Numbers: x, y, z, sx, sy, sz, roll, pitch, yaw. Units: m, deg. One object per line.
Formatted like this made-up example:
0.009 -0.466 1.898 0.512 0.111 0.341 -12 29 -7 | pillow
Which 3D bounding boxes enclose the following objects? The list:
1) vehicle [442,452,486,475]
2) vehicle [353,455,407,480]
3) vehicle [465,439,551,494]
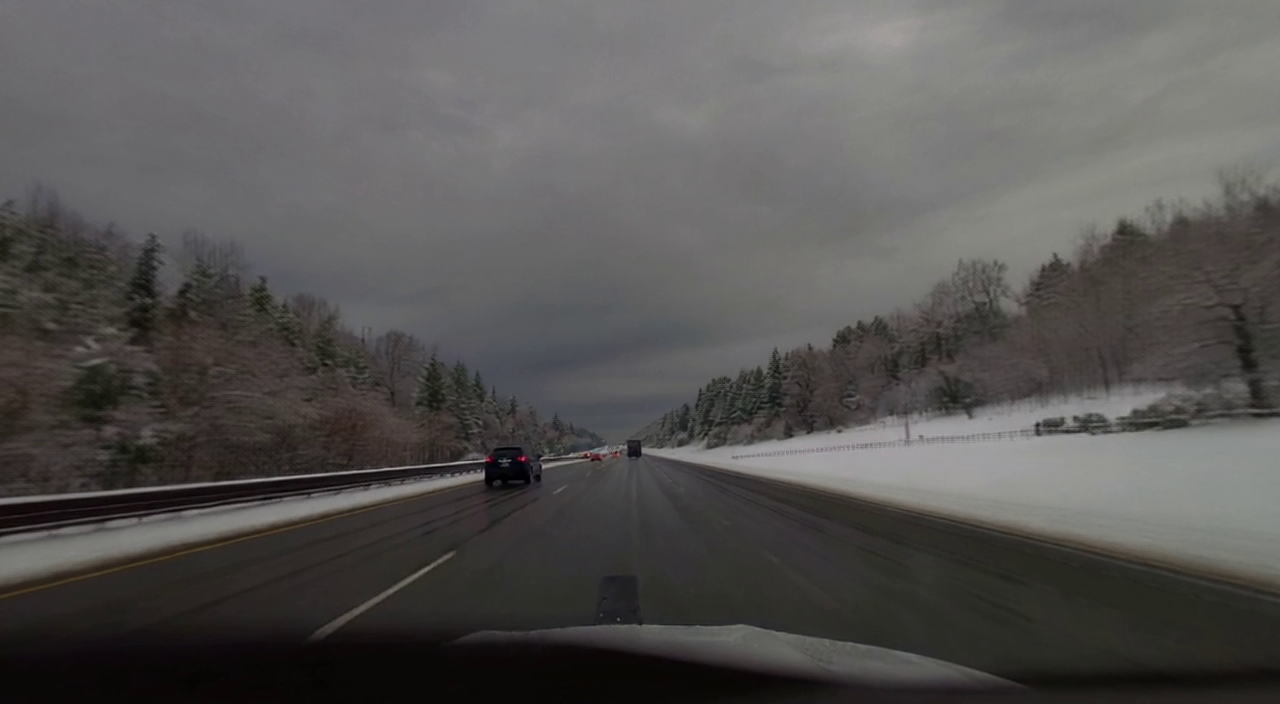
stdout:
-12.929 8.222 46.331 1.974 1.526 4.335 -1 -9 0 | vehicle
-17.194 7.637 41.679 1.838 1.462 4.079 -1 -9 0 | vehicle
-4.475 3.934 21.969 2.151 1.693 4.201 0 -9 0 | vehicle
